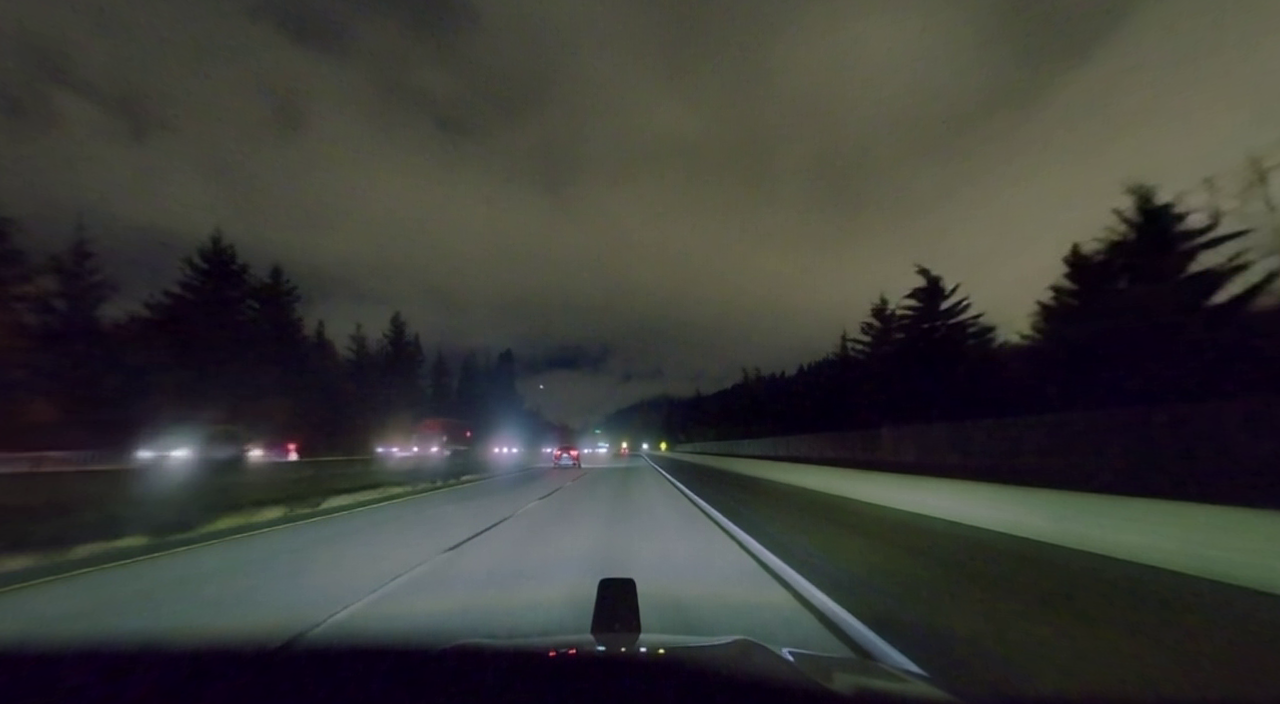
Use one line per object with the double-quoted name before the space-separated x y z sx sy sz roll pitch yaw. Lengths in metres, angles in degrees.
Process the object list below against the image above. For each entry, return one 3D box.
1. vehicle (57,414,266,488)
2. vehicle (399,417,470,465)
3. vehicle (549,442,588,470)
"vehicle" -12.985 2.763 17.554 2.025 1.744 4.877 0 -9 -1
"vehicle" -13.284 5.891 41.175 2.343 2.825 7.354 0 -9 -1
"vehicle" -4.591 6.712 40.687 2.098 1.692 4.038 0 -9 -1
